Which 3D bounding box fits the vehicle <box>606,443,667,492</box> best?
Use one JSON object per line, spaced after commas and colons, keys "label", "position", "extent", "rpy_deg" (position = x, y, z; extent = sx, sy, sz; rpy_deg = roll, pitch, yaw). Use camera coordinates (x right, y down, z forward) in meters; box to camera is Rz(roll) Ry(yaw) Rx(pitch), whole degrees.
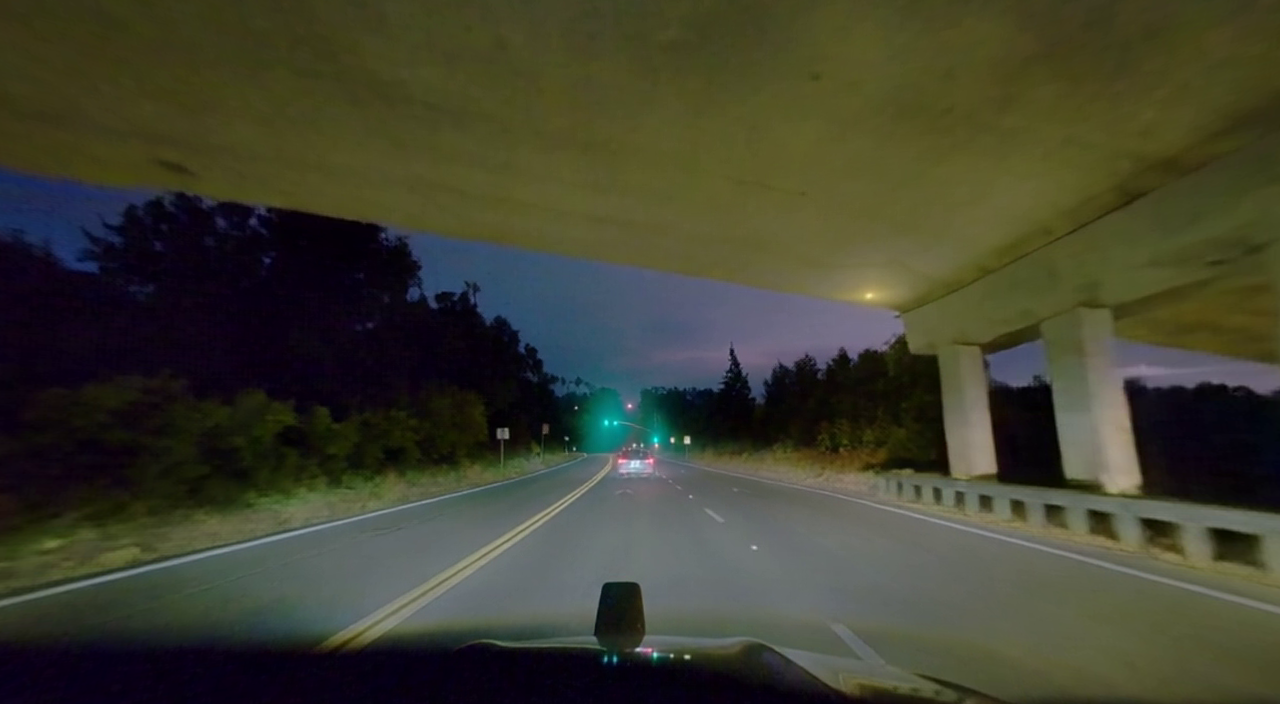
{"label": "vehicle", "position": [-0.141, 4.158, 22.875], "extent": [2.037, 1.601, 3.643], "rpy_deg": [0, -9, -1]}
